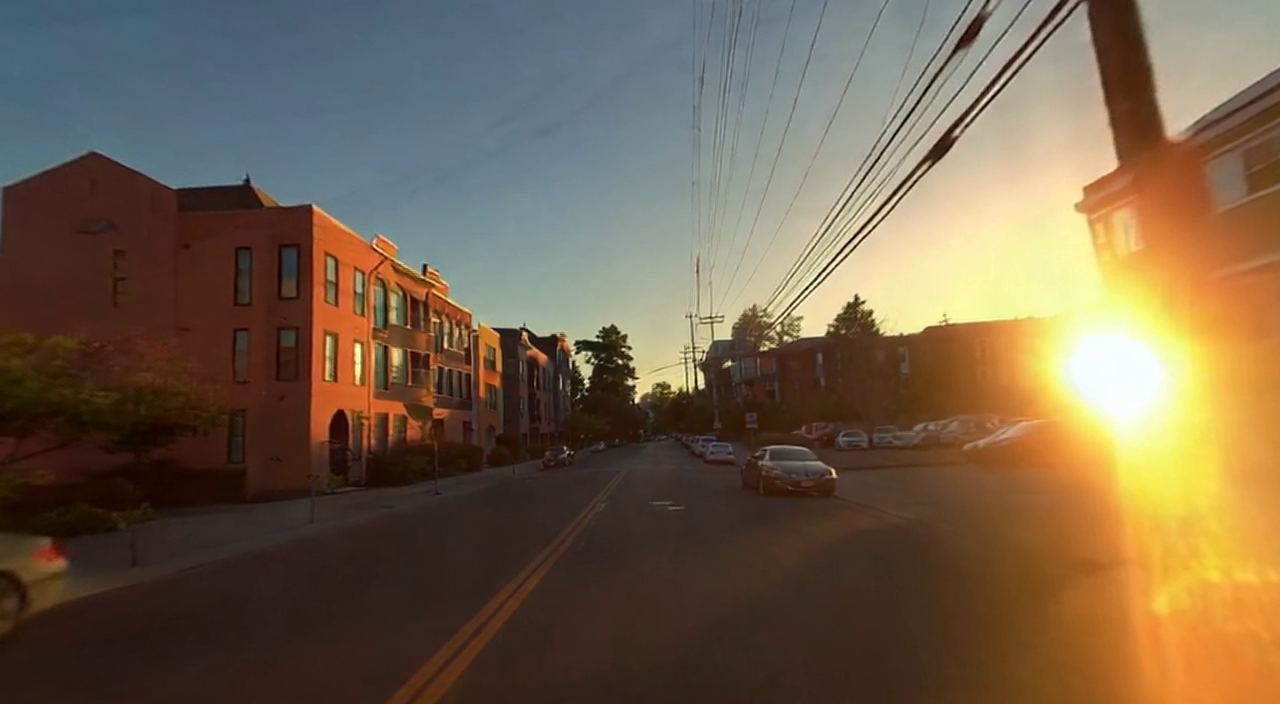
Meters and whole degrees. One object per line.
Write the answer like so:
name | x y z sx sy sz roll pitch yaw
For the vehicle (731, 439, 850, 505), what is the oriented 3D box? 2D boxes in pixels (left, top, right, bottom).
vehicle | 3.702 3.014 16.473 1.928 1.440 4.738 0 -8 0

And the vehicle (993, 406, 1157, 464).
vehicle | 13.032 2.566 19.333 1.997 1.546 4.370 -1 -8 2

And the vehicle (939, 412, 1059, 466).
vehicle | 10.821 2.662 19.328 1.801 1.491 3.488 -1 -8 4

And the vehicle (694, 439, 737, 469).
vehicle | 4.177 5.703 35.464 1.914 1.591 3.892 0 -8 0

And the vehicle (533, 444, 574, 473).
vehicle | -5.416 6.680 39.949 1.913 1.672 4.267 -1 -8 2

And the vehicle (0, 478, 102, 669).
vehicle | -6.070 1.599 3.615 1.863 1.449 4.536 -1 -8 2

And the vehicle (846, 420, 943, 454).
vehicle | 13.575 4.593 33.974 1.897 1.659 4.648 4 -9 -28
